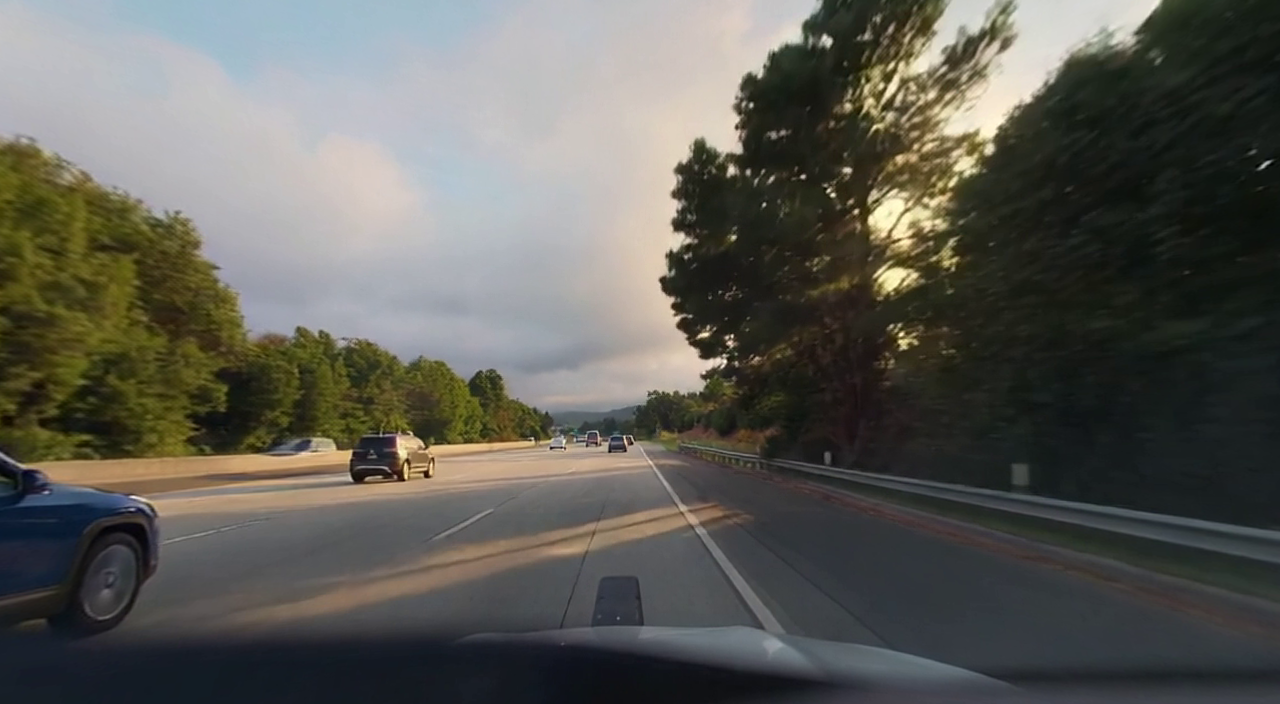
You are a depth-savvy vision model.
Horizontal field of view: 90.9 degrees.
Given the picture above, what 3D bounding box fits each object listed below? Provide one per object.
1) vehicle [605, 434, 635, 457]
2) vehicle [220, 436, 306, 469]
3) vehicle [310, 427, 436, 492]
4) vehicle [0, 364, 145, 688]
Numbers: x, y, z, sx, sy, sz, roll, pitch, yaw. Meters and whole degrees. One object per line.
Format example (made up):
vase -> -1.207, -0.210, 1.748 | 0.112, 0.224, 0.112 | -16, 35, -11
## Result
vehicle -> -1.477, 7.072, 47.770 | 2.178, 1.658, 3.916 | 0, -8, -1
vehicle -> -17.971, 4.765, 30.236 | 1.753, 1.481, 3.929 | 0, -8, -1
vehicle -> -7.987, 3.231, 19.396 | 1.964, 1.745, 4.338 | 0, -8, 0
vehicle -> -4.498, 0.760, 2.019 | 2.069, 1.748, 4.652 | 0, -8, -1
